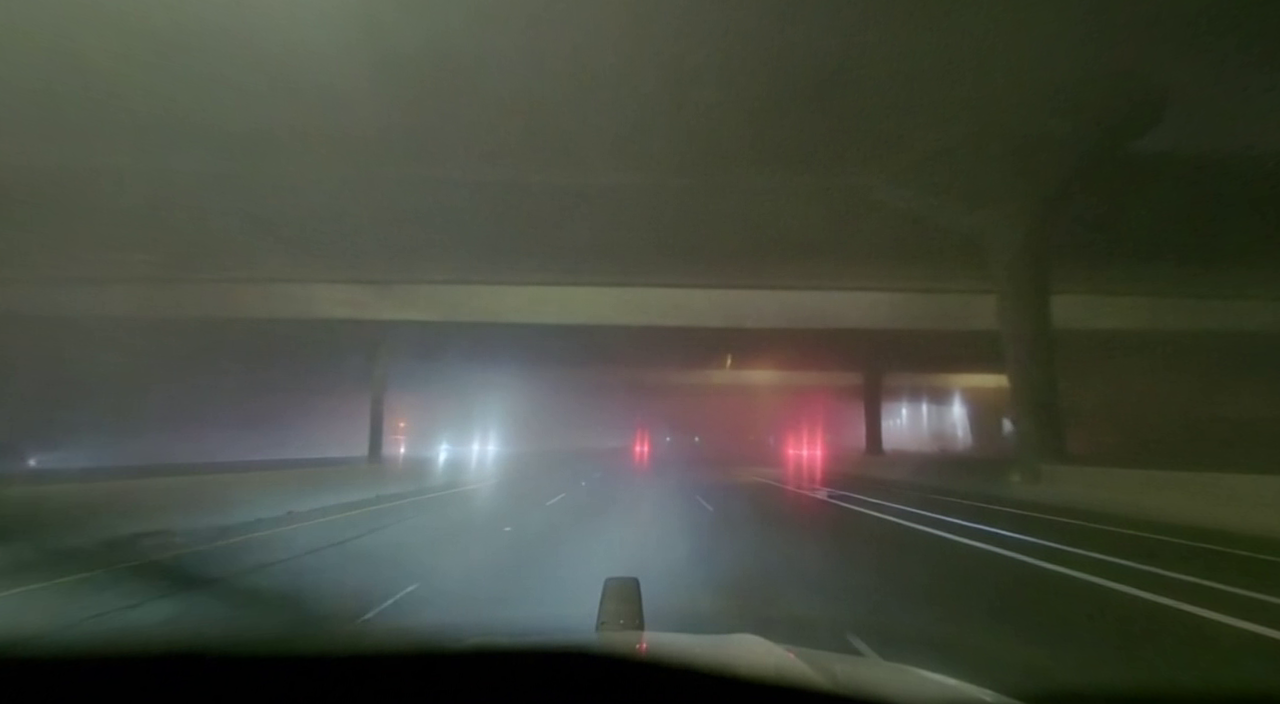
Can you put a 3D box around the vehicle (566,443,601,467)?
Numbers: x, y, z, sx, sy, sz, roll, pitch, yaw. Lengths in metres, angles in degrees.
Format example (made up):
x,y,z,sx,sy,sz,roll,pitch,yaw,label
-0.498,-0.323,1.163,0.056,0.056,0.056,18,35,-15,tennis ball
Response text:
x,y,z,sx,sy,sz,roll,pitch,yaw,label
-3.820,7.038,43.302,1.954,1.528,4.010,0,-9,1,vehicle
